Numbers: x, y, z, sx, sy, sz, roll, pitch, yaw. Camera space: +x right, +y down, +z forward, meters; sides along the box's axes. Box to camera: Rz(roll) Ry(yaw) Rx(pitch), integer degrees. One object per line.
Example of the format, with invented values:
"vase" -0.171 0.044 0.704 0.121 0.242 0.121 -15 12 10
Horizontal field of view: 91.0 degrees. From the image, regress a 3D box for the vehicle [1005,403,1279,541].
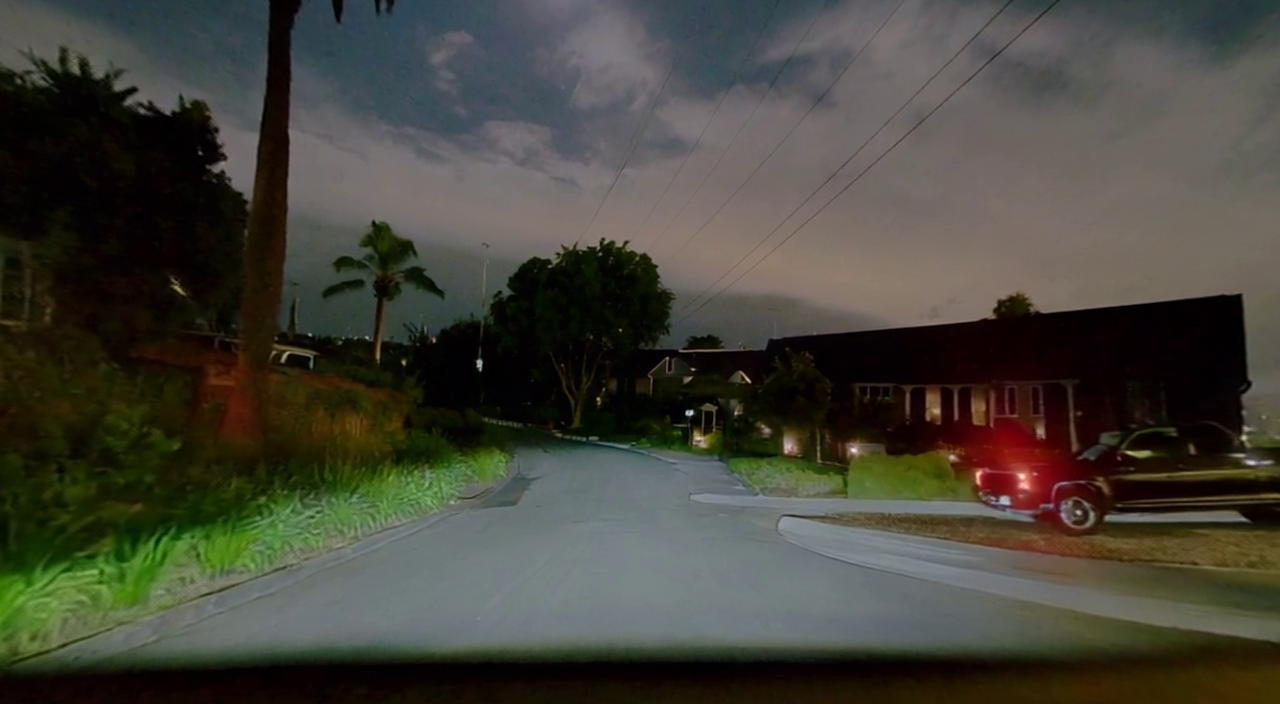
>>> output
"vehicle" 9.403 2.043 10.878 5.663 1.913 2.170 5 -10 -21
